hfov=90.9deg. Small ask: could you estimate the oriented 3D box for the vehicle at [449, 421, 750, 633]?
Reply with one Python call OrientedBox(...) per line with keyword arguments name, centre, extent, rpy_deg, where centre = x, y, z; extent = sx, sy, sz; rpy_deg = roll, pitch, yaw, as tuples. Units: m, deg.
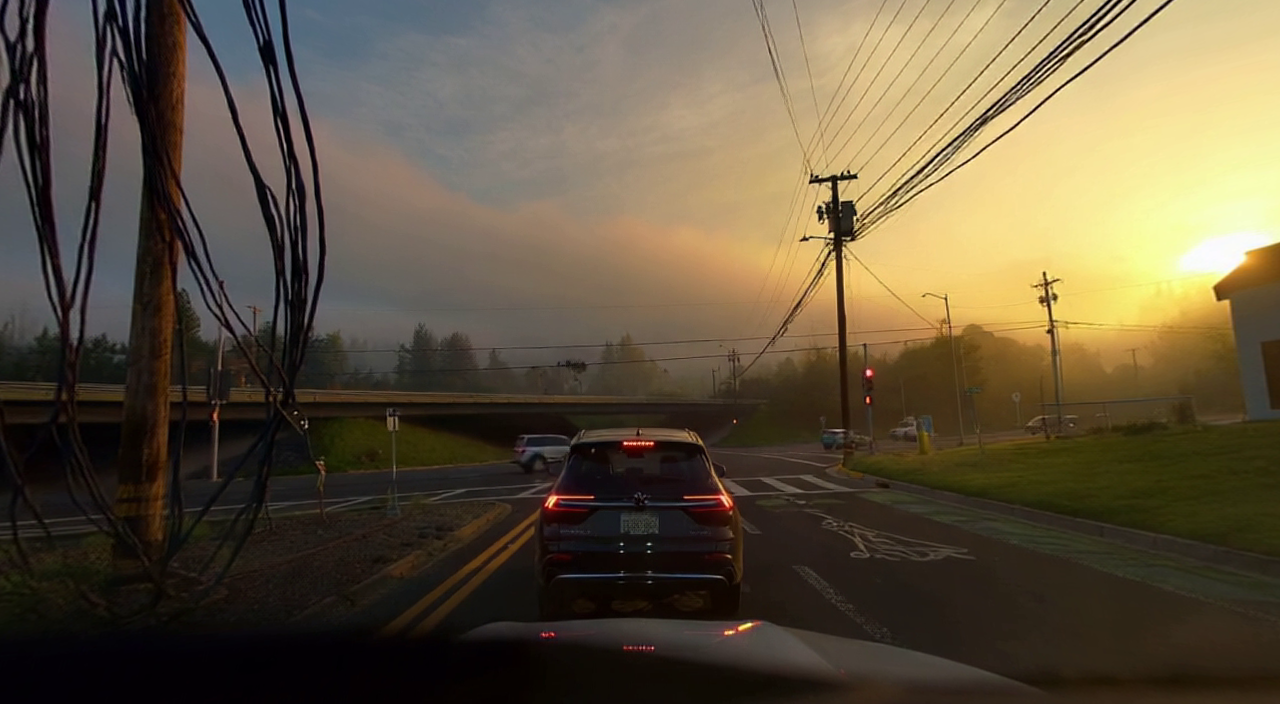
OrientedBox(name="vehicle", centre=(-0.245, 1.529, 6.470), extent=(2.090, 1.458, 4.033), rpy_deg=(-1, -9, 1))
